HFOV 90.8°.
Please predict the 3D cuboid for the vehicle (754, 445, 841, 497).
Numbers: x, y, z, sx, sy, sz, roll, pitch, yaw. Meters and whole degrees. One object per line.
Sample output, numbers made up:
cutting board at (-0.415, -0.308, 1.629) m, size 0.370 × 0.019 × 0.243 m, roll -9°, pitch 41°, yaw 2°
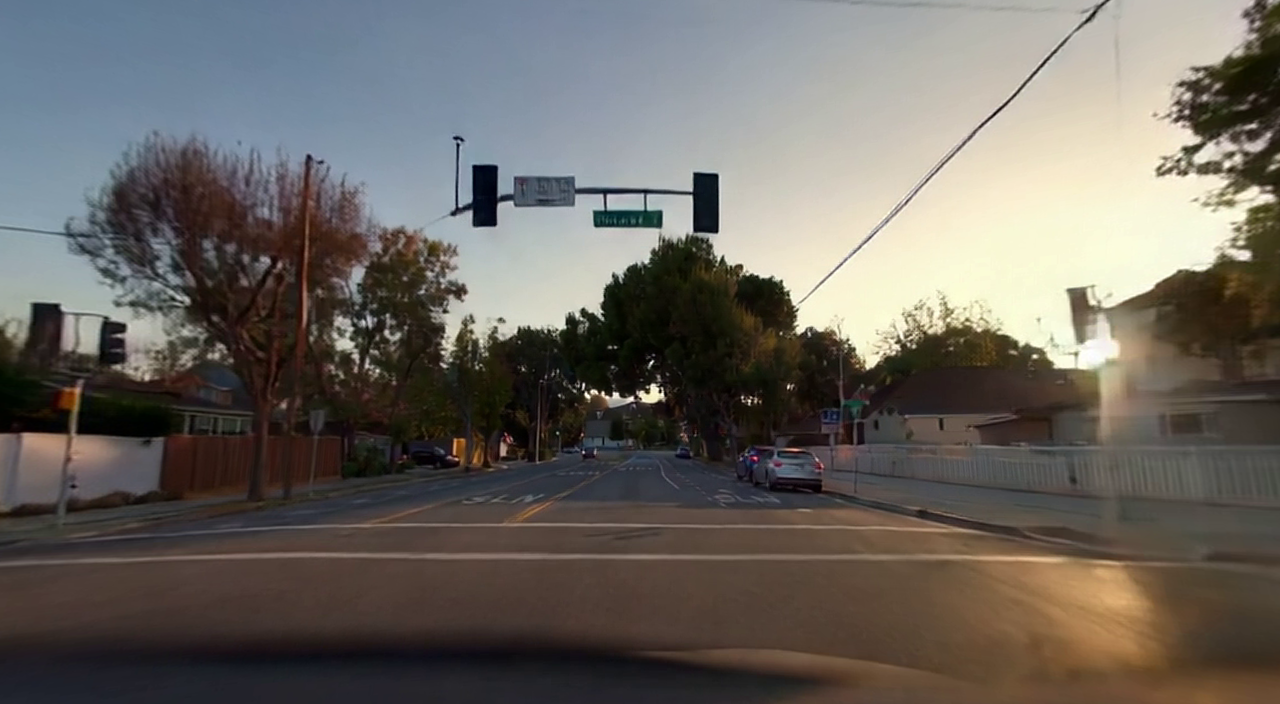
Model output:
vehicle at (5.358, 4.076, 22.101) m, size 1.891 × 1.611 × 4.269 m, roll 0°, pitch -9°, yaw 0°
